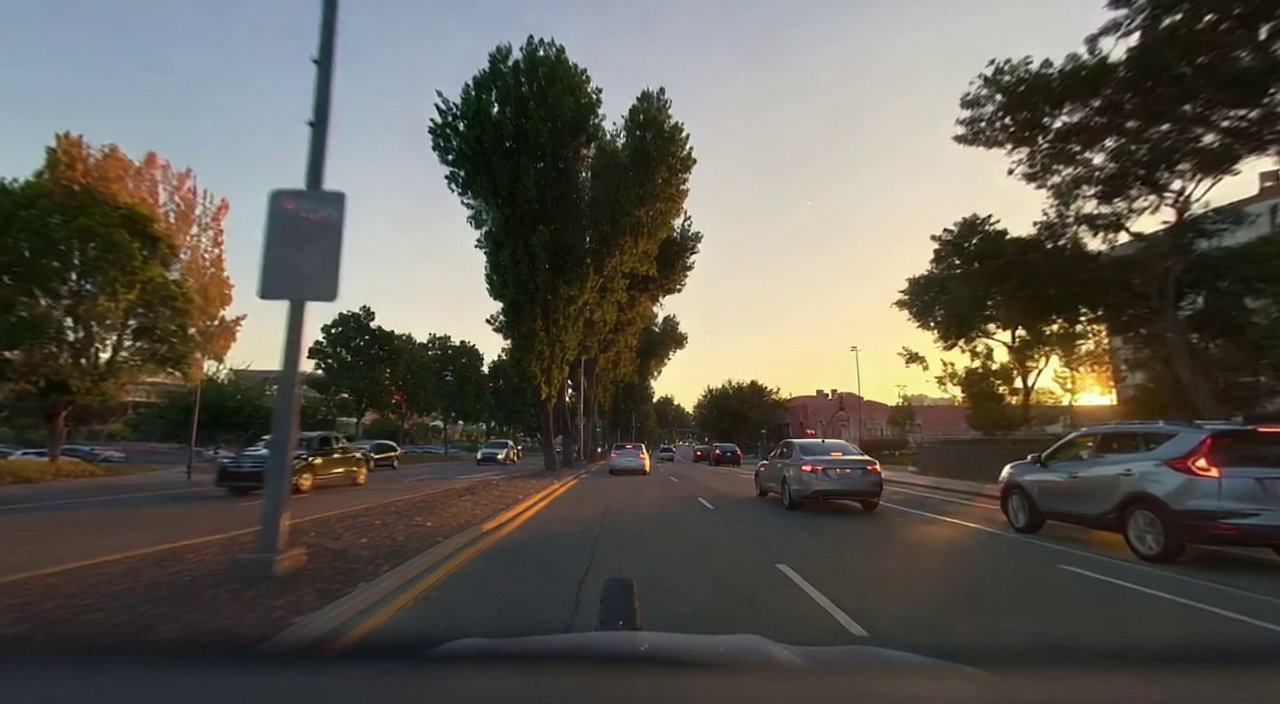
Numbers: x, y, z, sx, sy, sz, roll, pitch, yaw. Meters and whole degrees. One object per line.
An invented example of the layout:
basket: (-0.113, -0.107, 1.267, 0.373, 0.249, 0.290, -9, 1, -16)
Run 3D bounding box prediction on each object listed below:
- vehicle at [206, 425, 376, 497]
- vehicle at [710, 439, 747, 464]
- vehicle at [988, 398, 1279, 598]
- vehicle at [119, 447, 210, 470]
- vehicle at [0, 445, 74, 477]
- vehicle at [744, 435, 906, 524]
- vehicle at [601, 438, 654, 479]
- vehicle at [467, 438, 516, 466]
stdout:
vehicle: (-9.899, 3.131, 18.490, 2.087, 1.816, 4.793, 0, -9, 2)
vehicle: (6.785, 7.662, 48.826, 2.068, 1.779, 4.567, 0, -9, -2)
vehicle: (6.872, 1.675, 8.099, 2.134, 1.810, 4.590, 0, -8, -1)
vehicle: (-30.681, 6.855, 40.805, 4.355, 1.411, 1.922, 0, -9, 3)
vehicle: (-29.972, 5.152, 30.001, 4.235, 1.404, 2.018, 0, -9, 2)
vehicle: (3.412, 2.428, 12.606, 1.858, 1.466, 4.230, 0, -9, -2)
vehicle: (-0.487, 4.241, 25.352, 1.994, 1.479, 3.647, 0, -9, -1)
vehicle: (-9.428, 6.392, 40.480, 1.950, 1.717, 4.299, 0, -9, 1)
